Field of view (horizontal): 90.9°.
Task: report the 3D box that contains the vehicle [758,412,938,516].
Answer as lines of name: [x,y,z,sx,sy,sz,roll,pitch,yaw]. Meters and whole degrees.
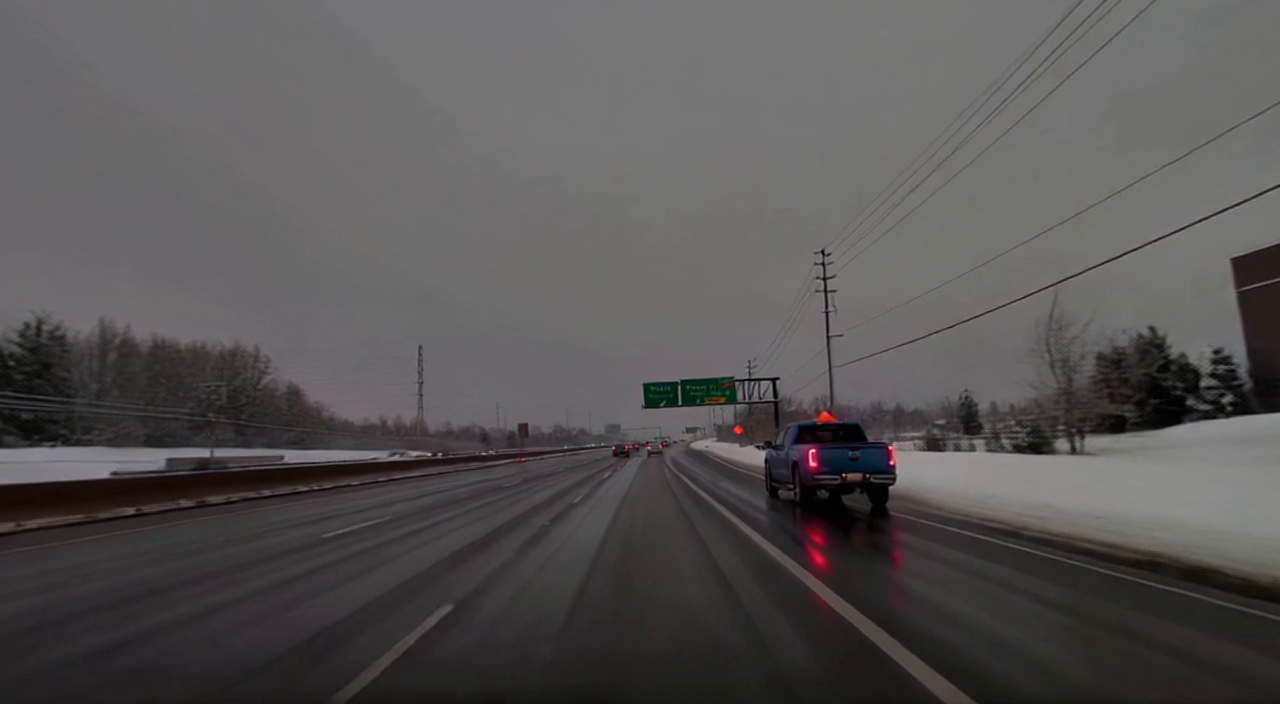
vehicle: [4.233,2.410,14.021,2.186,1.840,5.289,0,-9,0]

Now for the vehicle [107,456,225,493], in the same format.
vehicle: [-23.872,6.179,32.062,2.018,1.628,4.996,-1,-9,1]
